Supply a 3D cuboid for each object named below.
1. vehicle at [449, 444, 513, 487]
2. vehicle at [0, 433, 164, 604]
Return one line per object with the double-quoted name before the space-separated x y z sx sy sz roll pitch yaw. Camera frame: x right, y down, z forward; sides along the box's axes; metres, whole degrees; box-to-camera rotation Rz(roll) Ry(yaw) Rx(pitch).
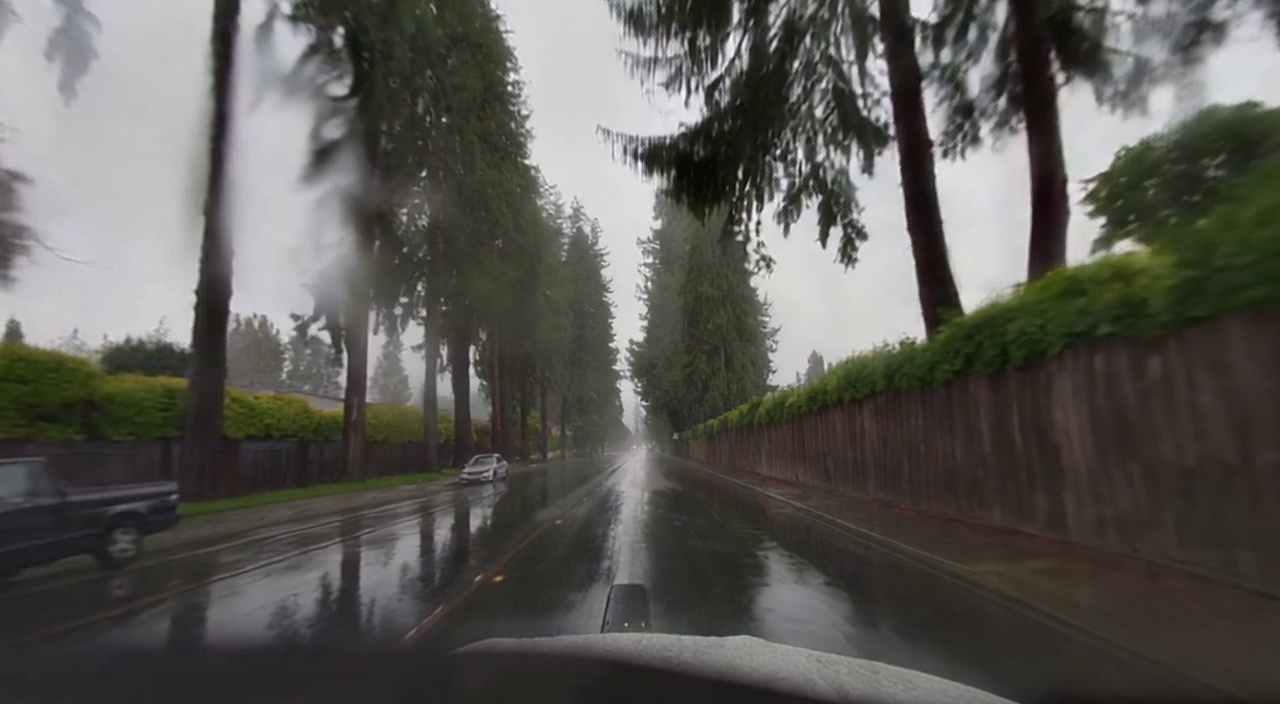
"vehicle" -7.625 5.434 30.602 1.945 1.760 4.021 -3 -8 2
"vehicle" -7.529 1.715 6.246 1.999 1.714 4.517 -3 -8 2
